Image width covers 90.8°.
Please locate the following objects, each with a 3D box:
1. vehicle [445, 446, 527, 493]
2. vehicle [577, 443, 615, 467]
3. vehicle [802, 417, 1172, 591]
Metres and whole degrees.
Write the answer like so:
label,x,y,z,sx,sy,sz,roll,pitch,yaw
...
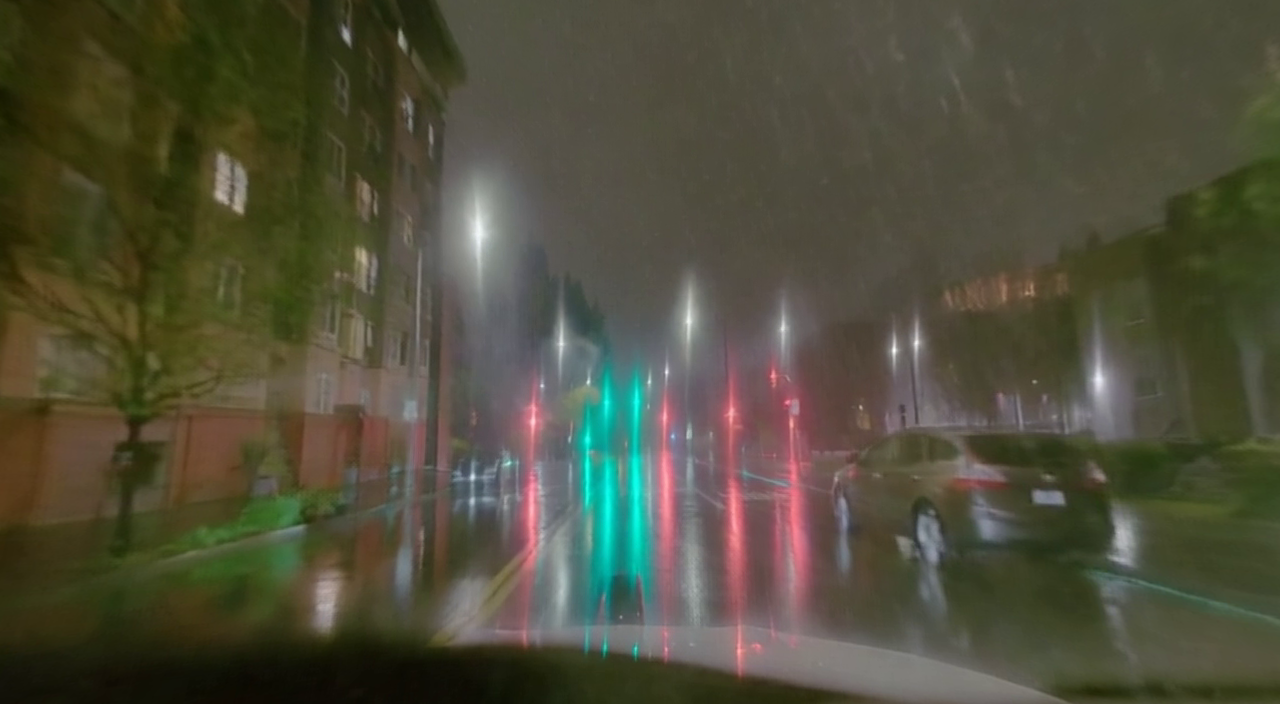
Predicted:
label,x,y,z,sx,sy,sz,roll,pitch,yaw
vehicle,-5.773,4.412,24.228,1.947,1.473,4.397,-4,-8,1
vehicle,-2.731,6.478,39.969,2.029,1.438,4.313,0,-8,1
vehicle,4.023,1.828,8.601,2.082,1.662,4.753,0,-8,-4
